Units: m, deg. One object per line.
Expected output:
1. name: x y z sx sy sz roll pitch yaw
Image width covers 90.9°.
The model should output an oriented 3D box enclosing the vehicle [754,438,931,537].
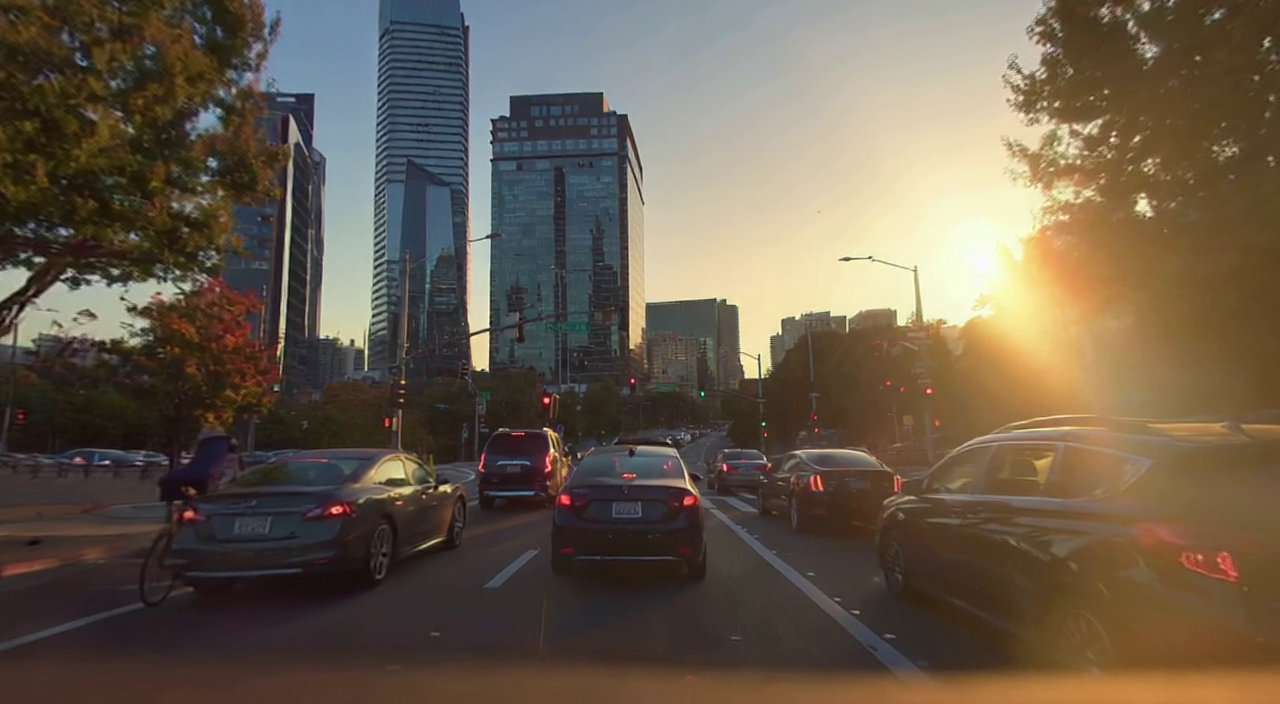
1. vehicle: 3.594 2.461 12.199 1.973 1.537 4.533 0 -8 1

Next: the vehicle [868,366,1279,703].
1. vehicle: 3.361 1.145 4.081 2.179 1.631 4.173 0 -8 0

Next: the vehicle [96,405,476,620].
1. vehicle: -3.501 1.646 7.488 2.046 1.744 4.407 0 -8 -2

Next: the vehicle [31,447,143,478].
1. vehicle: -28.287 5.644 32.340 4.102 1.425 1.724 1 -9 3

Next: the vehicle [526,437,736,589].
1. vehicle: -0.078 1.845 8.056 2.031 1.461 3.763 0 -8 0
